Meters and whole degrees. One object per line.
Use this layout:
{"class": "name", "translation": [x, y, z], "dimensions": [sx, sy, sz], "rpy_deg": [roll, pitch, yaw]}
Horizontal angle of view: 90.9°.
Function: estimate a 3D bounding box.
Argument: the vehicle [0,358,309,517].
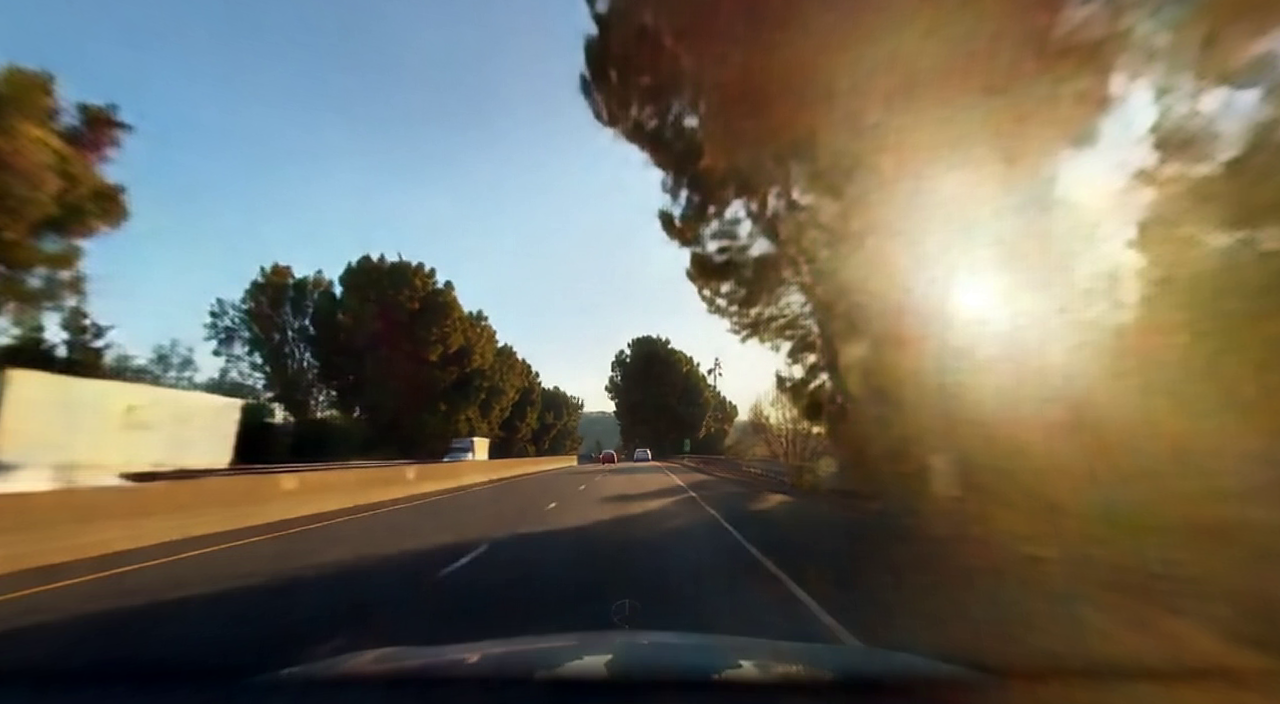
{"class": "vehicle", "translation": [-16.914, 3.098, 21.698], "dimensions": [2.842, 3.828, 14.939], "rpy_deg": [-1, -9, 0]}
